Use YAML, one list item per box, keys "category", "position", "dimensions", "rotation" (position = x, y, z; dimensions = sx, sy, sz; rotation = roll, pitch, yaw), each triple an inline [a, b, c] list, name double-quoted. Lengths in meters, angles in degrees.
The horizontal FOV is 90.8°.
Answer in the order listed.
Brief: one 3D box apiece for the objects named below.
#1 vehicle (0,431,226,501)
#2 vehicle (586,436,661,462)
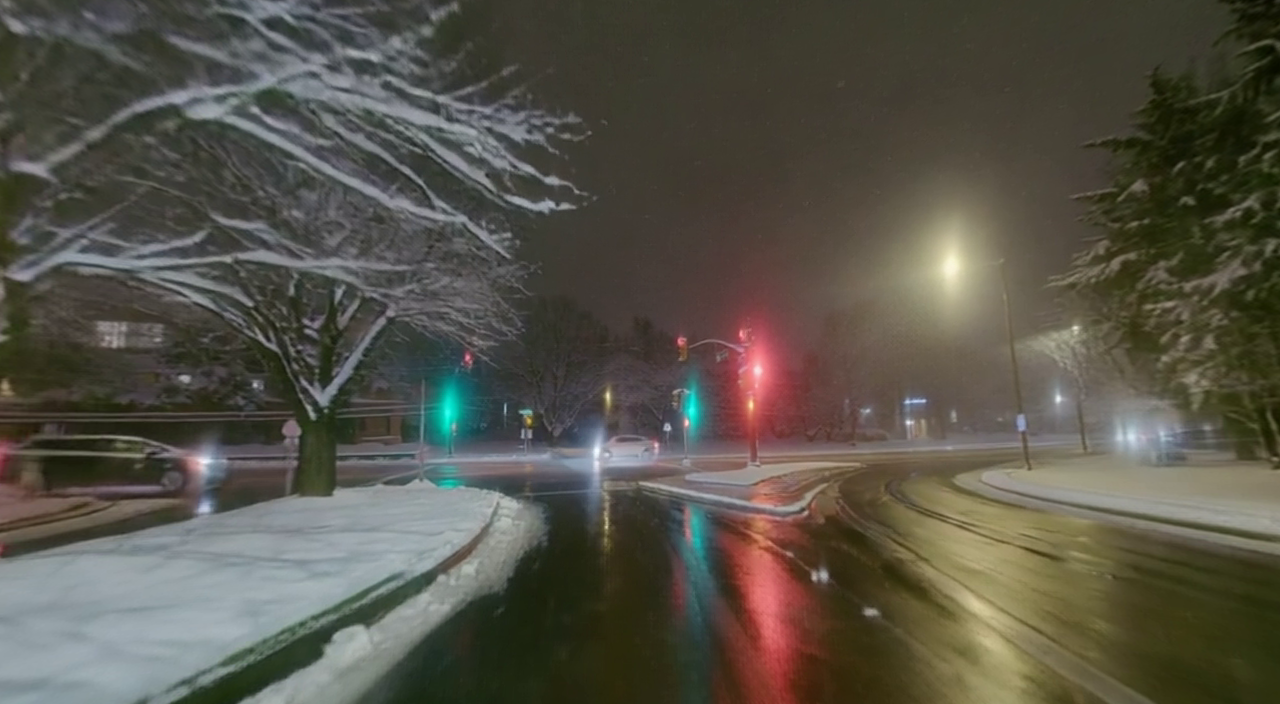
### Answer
- category: "vehicle"
  position: [-13.678, 2.896, 16.437]
  dimensions: [4.545, 1.602, 2.014]
  rotation: [4, -9, -27]
- category: "vehicle"
  position: [-1.096, 6.470, 42.304]
  dimensions: [4.602, 1.667, 1.933]
  rotation: [4, -10, -28]
